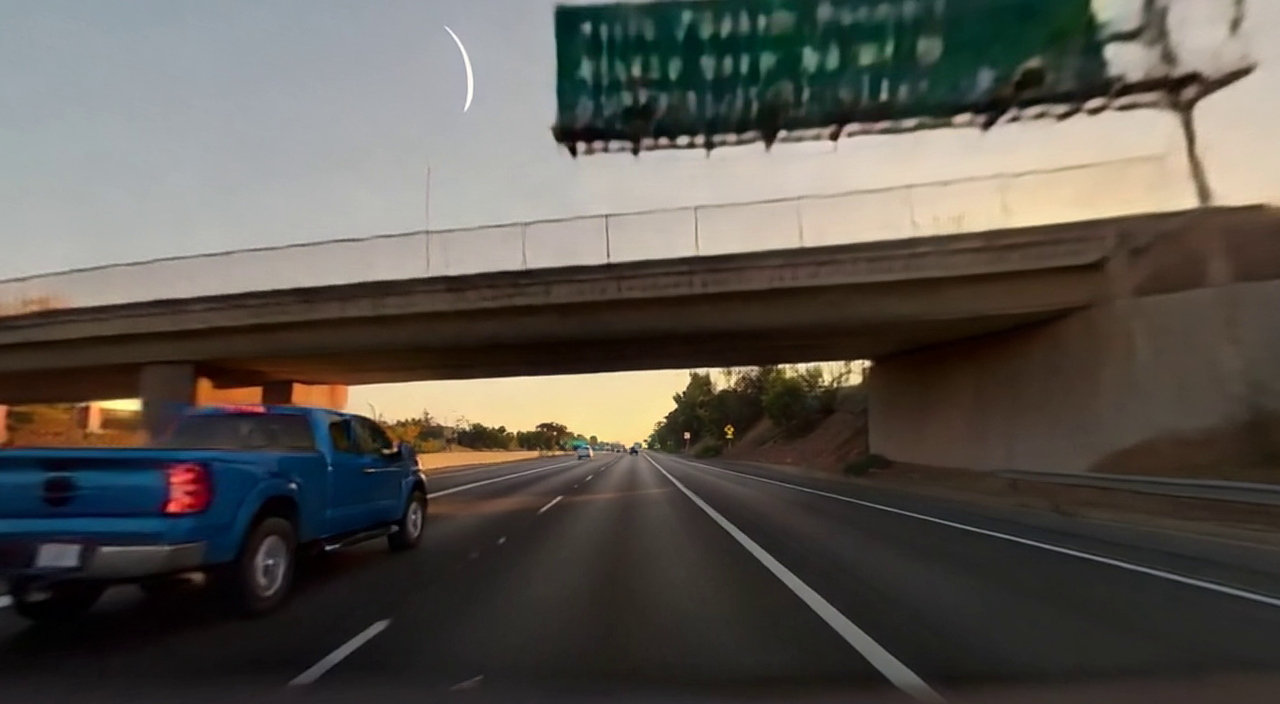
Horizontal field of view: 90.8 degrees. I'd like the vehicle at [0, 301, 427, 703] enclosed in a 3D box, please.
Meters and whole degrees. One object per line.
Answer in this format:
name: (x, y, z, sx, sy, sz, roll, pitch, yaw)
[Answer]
vehicle: (-4.203, 1.178, 5.585, 2.529, 2.003, 5.904, 0, -9, 0)
